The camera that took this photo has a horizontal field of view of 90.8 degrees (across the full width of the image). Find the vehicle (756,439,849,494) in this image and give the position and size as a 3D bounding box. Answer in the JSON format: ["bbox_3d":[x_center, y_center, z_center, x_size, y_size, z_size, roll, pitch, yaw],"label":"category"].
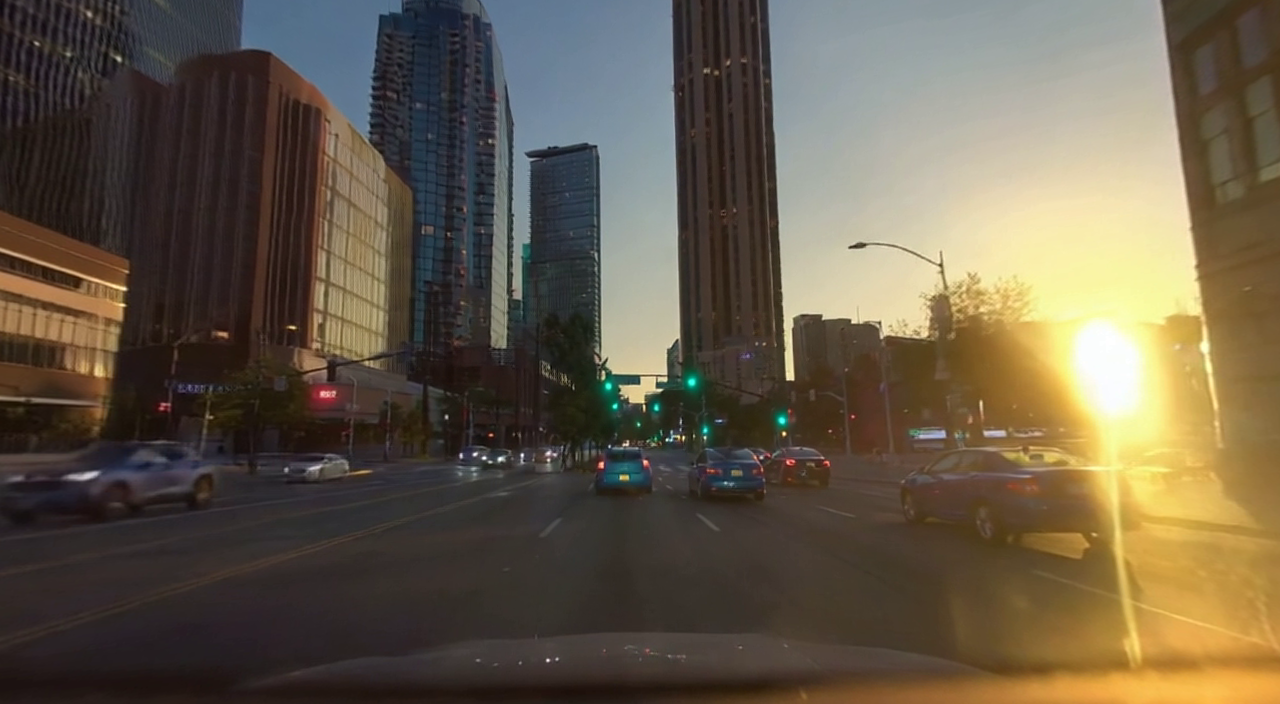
[{"bbox_3d":[5.690,4.077,22.801,2.015,1.745,4.444,0,-9,-2],"label":"vehicle"}]

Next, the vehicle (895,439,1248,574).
[{"bbox_3d":[5.833,2.101,9.507,1.914,1.484,4.639,0,-9,-2],"label":"vehicle"}]

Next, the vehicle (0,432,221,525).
[{"bbox_3d":[-12.427,2.858,14.850,1.861,1.780,4.814,0,-9,-1],"label":"vehicle"}]

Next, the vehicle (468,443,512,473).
[{"bbox_3d":[-9.839,6.976,41.767,1.827,1.787,4.474,0,-9,-1],"label":"vehicle"}]

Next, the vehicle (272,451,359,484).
[{"bbox_3d":[-16.097,5.746,31.667,2.017,1.460,4.556,0,-9,-1],"label":"vehicle"}]

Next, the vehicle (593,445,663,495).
[{"bbox_3d":[-0.422,3.825,20.846,2.096,1.457,4.160,0,-9,-2],"label":"vehicle"}]

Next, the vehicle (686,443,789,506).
[{"bbox_3d":[2.522,3.306,17.500,1.987,1.484,4.427,0,-9,-2],"label":"vehicle"}]
